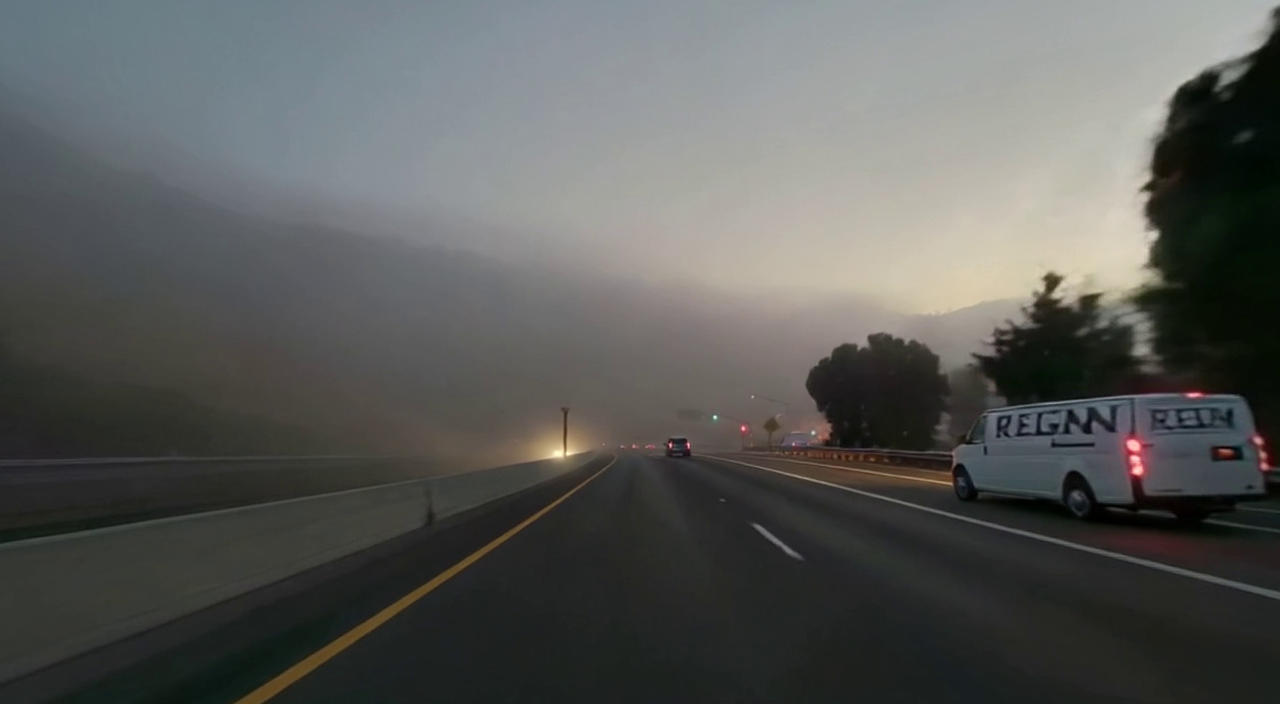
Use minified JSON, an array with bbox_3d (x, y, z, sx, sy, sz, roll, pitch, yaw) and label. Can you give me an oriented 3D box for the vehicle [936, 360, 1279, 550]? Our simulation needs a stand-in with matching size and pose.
[{"bbox_3d":[7.061,1.509,9.679,2.275,2.059,5.543,0,-8,0],"label":"vehicle"}]
